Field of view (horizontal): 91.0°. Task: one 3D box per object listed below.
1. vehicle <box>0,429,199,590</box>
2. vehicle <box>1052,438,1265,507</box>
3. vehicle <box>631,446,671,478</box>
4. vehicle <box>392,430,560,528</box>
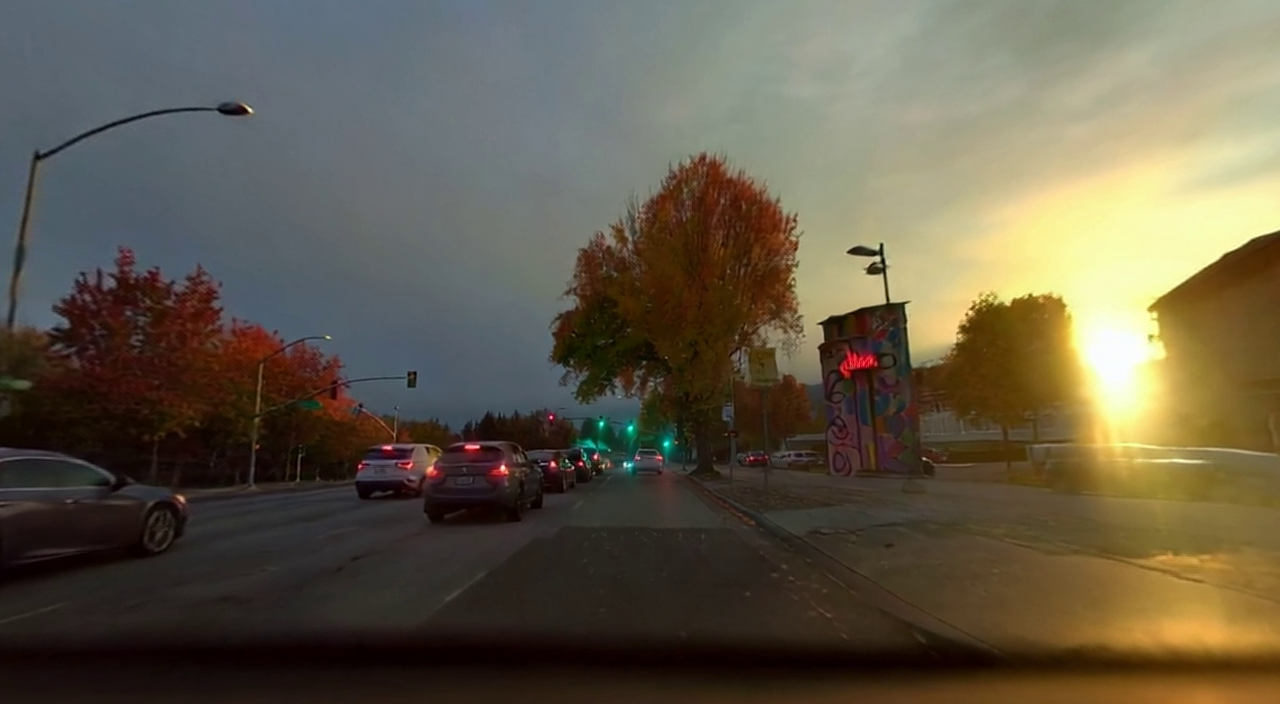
[{"bbox_3d":[-7.363,1.655,6.866,1.932,1.596,4.247,0,-9,1],"label":"vehicle"},{"bbox_3d":[14.422,3.350,17.954,1.963,1.703,4.447,1,-9,-6],"label":"vehicle"},{"bbox_3d":[0.620,6.207,35.798,2.144,1.704,4.028,0,-9,1],"label":"vehicle"},{"bbox_3d":[-3.121,2.545,13.191,2.165,1.663,4.513,0,-9,2],"label":"vehicle"}]
